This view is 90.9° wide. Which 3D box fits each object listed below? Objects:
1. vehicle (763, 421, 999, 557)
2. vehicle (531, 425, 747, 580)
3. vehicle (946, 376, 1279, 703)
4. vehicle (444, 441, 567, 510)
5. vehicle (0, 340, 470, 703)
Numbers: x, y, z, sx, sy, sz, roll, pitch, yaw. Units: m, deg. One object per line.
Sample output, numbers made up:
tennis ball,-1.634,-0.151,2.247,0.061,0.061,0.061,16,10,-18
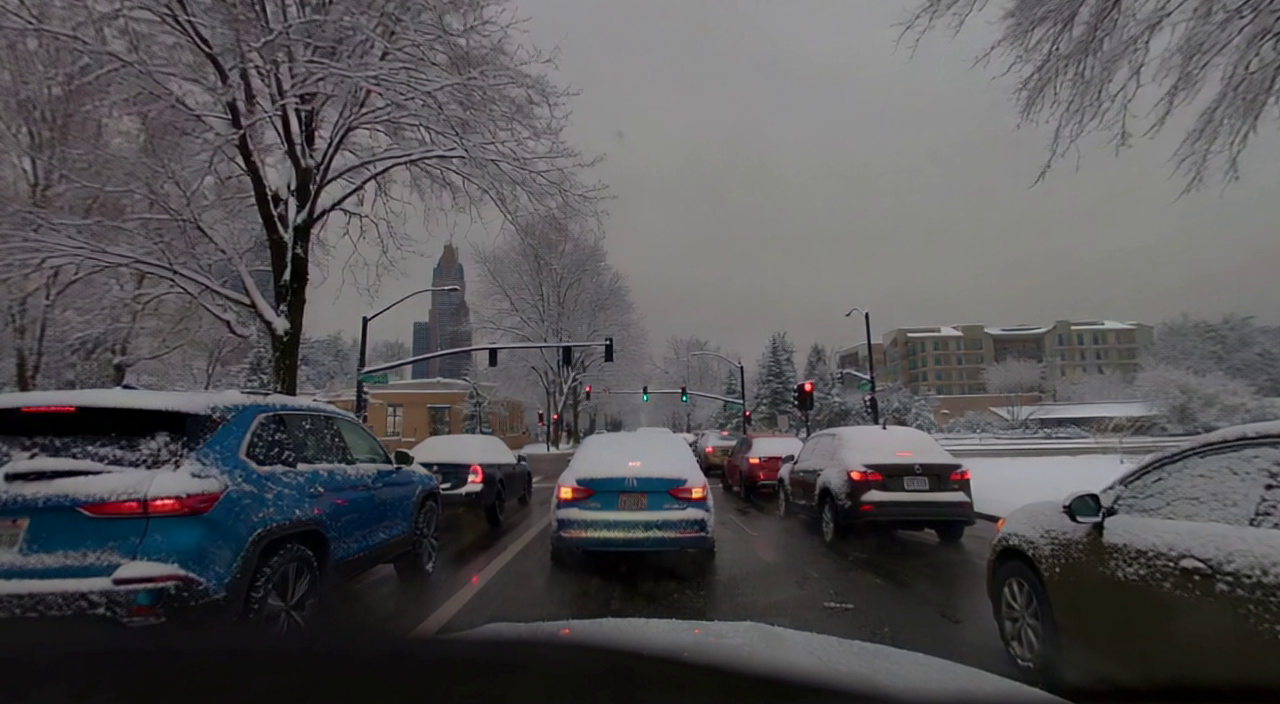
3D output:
vehicle,3.411,2.021,10.033,2.040,1.647,4.379,0,-9,1
vehicle,-0.033,1.800,8.329,2.147,1.507,3.953,0,-9,-1
vehicle,3.320,0.961,2.830,1.899,1.588,3.888,0,-9,0
vehicle,-3.060,2.906,15.319,1.975,1.420,4.196,-1,-9,1
vehicle,-3.145,1.161,5.061,2.168,1.750,4.625,-1,-9,1
